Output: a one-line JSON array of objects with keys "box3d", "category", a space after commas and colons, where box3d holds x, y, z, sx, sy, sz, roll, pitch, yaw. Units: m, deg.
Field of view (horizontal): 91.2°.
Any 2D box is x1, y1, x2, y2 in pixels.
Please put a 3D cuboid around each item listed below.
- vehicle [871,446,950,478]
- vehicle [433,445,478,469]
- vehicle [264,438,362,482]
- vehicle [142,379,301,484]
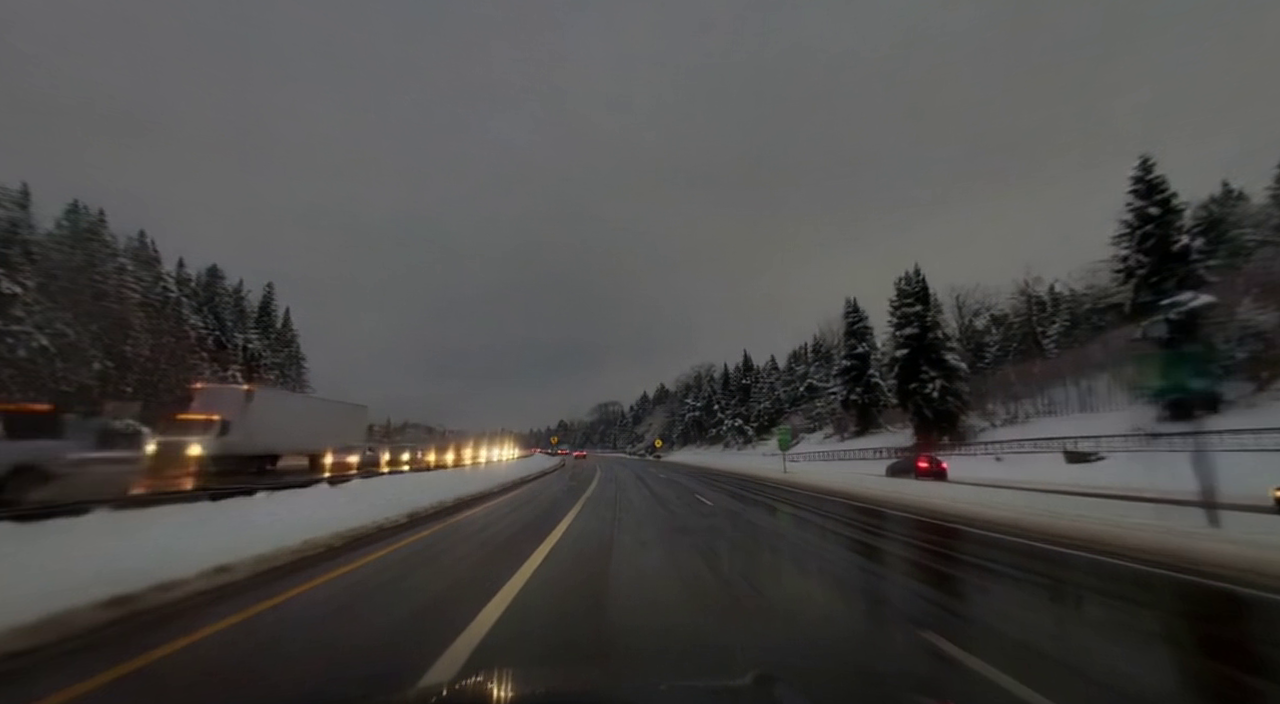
[{"box3d": [16.171, 6.579, 37.763, 2.020, 1.738, 4.549, 1, -9, -11], "category": "vehicle"}, {"box3d": [-12.757, 7.273, 43.566, 1.881, 1.515, 4.661, 0, -9, -3], "category": "vehicle"}, {"box3d": [-13.079, 4.341, 25.349, 1.865, 1.583, 4.097, 0, -9, -3], "category": "vehicle"}, {"box3d": [-18.538, 3.683, 28.417, 3.030, 4.192, 6.164, 1, -9, -4], "category": "vehicle"}]
